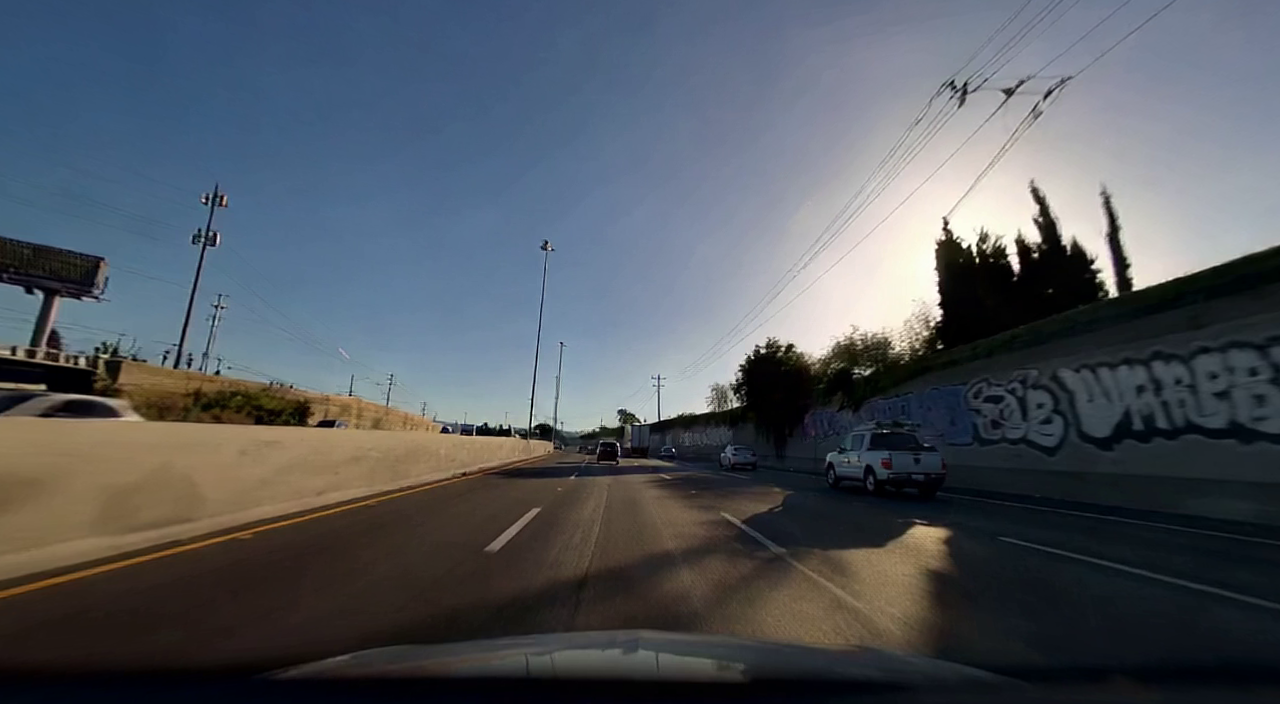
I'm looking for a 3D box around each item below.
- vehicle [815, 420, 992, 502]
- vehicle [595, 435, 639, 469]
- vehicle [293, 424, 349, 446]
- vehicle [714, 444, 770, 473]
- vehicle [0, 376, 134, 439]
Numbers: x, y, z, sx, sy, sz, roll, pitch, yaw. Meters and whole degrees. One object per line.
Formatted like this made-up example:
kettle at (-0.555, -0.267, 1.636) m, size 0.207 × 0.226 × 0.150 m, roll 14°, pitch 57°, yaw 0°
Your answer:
vehicle at (7.091, 3.029, 17.994) m, size 2.325 × 1.924 × 5.838 m, roll 0°, pitch -9°, yaw -2°
vehicle at (-1.249, 5.227, 33.088) m, size 2.191 × 1.685 × 3.353 m, roll 0°, pitch -9°, yaw -3°
vehicle at (-22.886, 6.001, 45.495) m, size 1.870 × 1.492 × 4.545 m, roll 0°, pitch -9°, yaw -4°
vehicle at (5.666, 5.967, 35.678) m, size 2.032 × 1.525 × 4.631 m, roll 1°, pitch -9°, yaw -5°
vehicle at (-10.209, 0.864, 9.710) m, size 1.728 × 0.864 × 3.903 m, roll 0°, pitch -9°, yaw -2°
